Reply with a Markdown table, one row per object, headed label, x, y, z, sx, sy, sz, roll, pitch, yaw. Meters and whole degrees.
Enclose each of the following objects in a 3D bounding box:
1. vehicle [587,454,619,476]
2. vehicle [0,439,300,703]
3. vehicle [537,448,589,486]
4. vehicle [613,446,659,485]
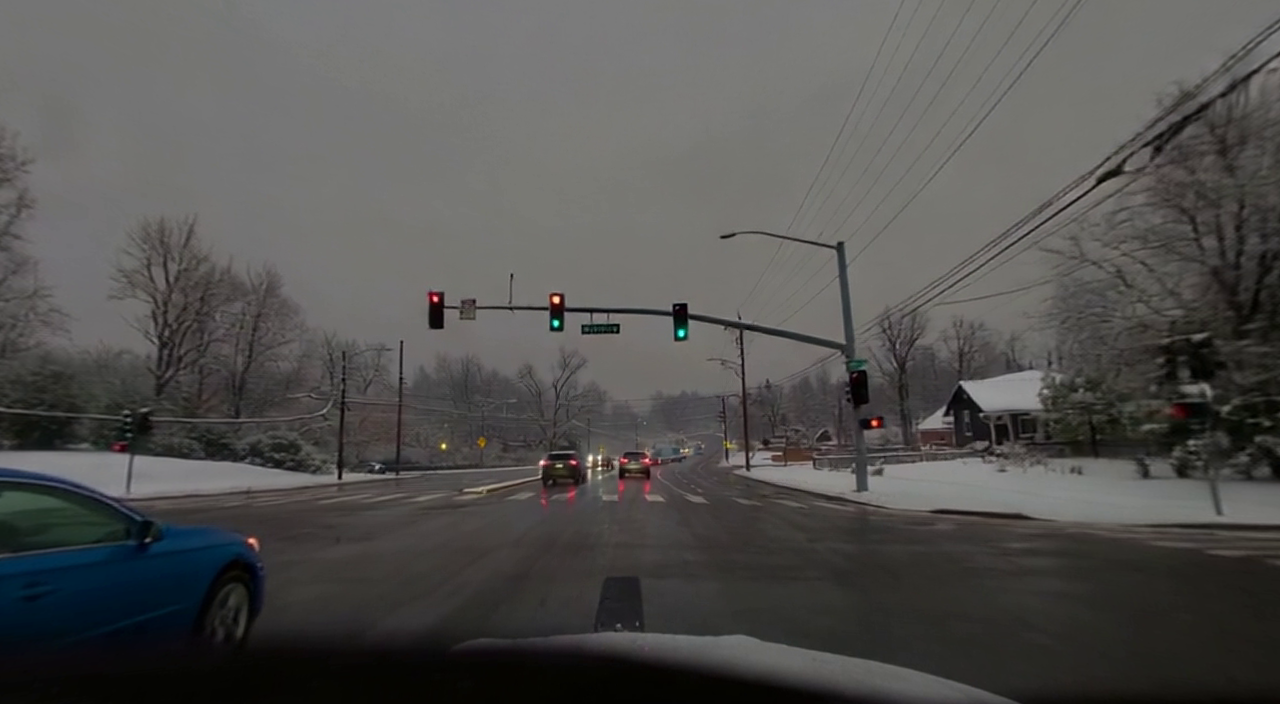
| label | x | y | z | sx | sy | sz | roll | pitch | yaw |
| --- | --- | --- | --- | --- | --- | --- | --- | --- | --- |
| vehicle | -2.720 | 8.453 | 47.449 | 1.863 | 1.449 | 4.153 | 0 | -9 | 3 |
| vehicle | -3.490 | 1.040 | 2.418 | 1.901 | 1.409 | 4.442 | 0 | -9 | 0 |
| vehicle | -3.641 | 5.508 | 30.597 | 1.899 | 1.685 | 4.121 | 0 | -9 | 2 |
| vehicle | -0.153 | 5.728 | 32.158 | 2.155 | 1.836 | 4.250 | 0 | -9 | 1 |
